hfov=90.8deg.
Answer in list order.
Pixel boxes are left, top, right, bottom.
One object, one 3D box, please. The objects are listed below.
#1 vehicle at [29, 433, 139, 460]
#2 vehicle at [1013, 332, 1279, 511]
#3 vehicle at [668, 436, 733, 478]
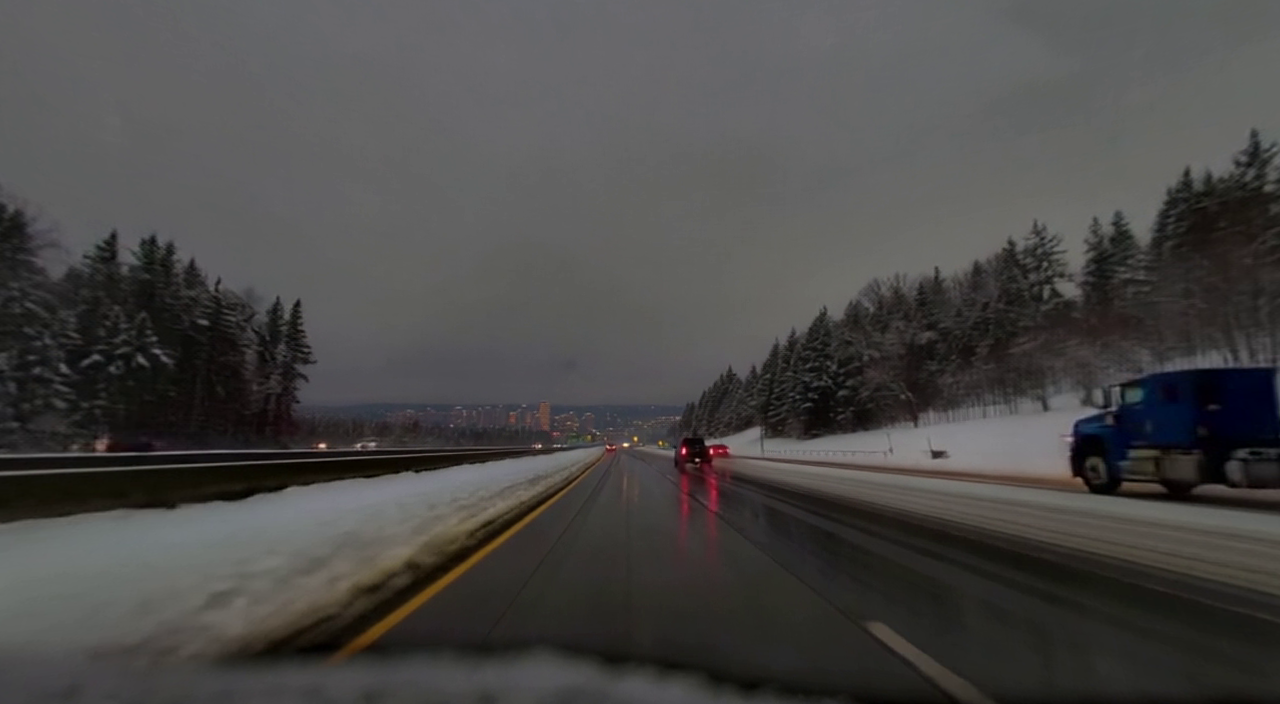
[{"bbox_3d":[-34.801,5.948,39.794,2.174,1.571,5.284,0,-8,-2],"label":"vehicle"},{"bbox_3d":[14.382,2.005,16.762,3.034,3.572,9.491,0,-8,-1],"label":"vehicle"},{"bbox_3d":[2.646,4.766,28.903,2.305,1.729,4.526,0,-8,-3],"label":"vehicle"}]
